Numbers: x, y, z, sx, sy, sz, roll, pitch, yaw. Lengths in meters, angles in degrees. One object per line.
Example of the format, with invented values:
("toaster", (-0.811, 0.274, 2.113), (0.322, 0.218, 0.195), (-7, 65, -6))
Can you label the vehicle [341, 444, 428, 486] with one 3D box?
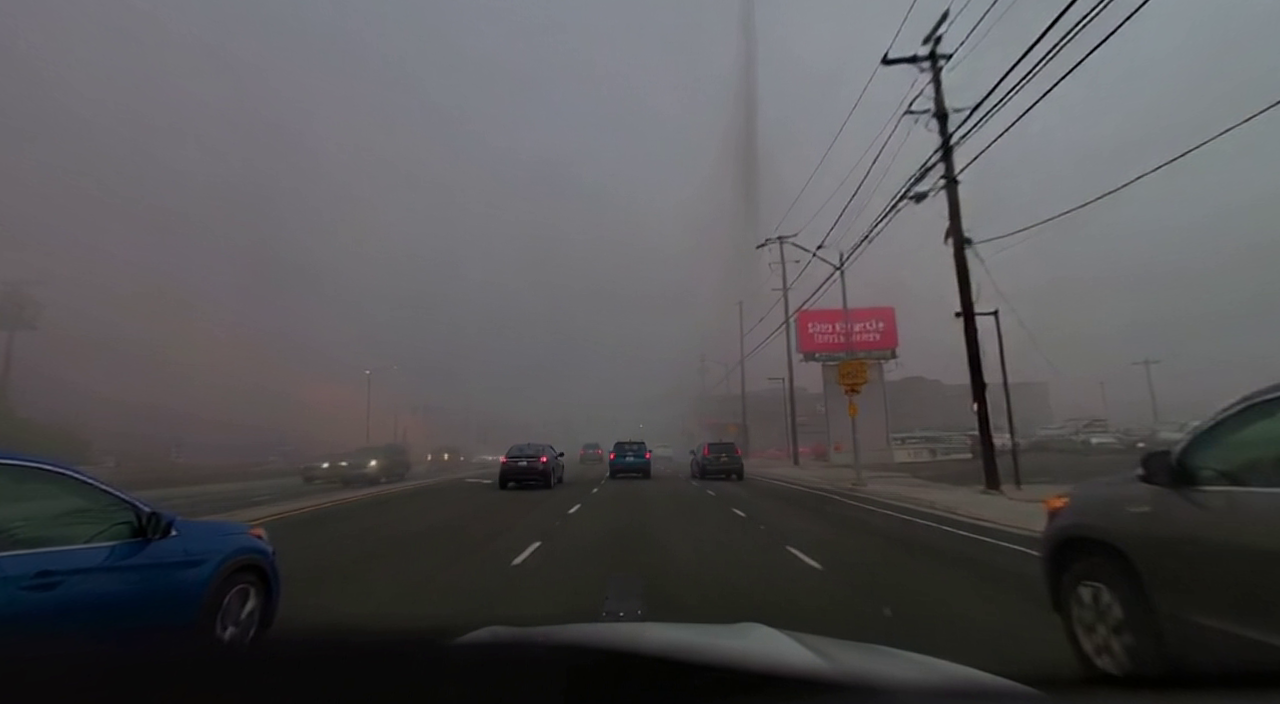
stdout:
("vehicle", (-11.039, 4.883, 27.685), (2.020, 1.633, 4.462), (0, -8, -2))

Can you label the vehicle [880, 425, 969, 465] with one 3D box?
("vehicle", (16.114, 5.336, 36.237), (2.409, 1.981, 5.809), (-2, -9, 0))

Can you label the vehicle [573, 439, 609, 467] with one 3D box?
("vehicle", (-3.684, 7.731, 48.596), (2.405, 2.009, 5.909), (0, -8, -1))

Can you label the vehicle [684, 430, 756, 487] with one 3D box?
("vehicle", (2.844, 3.880, 23.469), (2.026, 1.904, 4.102), (0, -8, -1))

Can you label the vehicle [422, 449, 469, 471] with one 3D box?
("vehicle", (-15.181, 8.446, 49.714), (2.258, 1.586, 4.820), (0, -8, -1))

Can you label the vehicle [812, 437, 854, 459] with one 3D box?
("vehicle", (14.733, 7.292, 48.133), (1.990, 1.597, 4.475), (-5, -9, 30))

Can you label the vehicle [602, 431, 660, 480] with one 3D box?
("vehicle", (-0.435, 4.492, 27.722), (2.326, 1.925, 4.253), (0, -8, -2))

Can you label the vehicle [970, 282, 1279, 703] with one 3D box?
("vehicle", (3.457, 0.638, 1.829), (2.282, 1.897, 4.915), (0, -8, -1))

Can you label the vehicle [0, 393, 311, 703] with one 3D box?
("vehicle", (-3.291, 0.885, 2.097), (2.022, 1.498, 4.471), (0, -8, -1))

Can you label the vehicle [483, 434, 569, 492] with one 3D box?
("vehicle", (-3.536, 3.521, 20.405), (2.051, 1.671, 3.861), (0, -8, 0))
